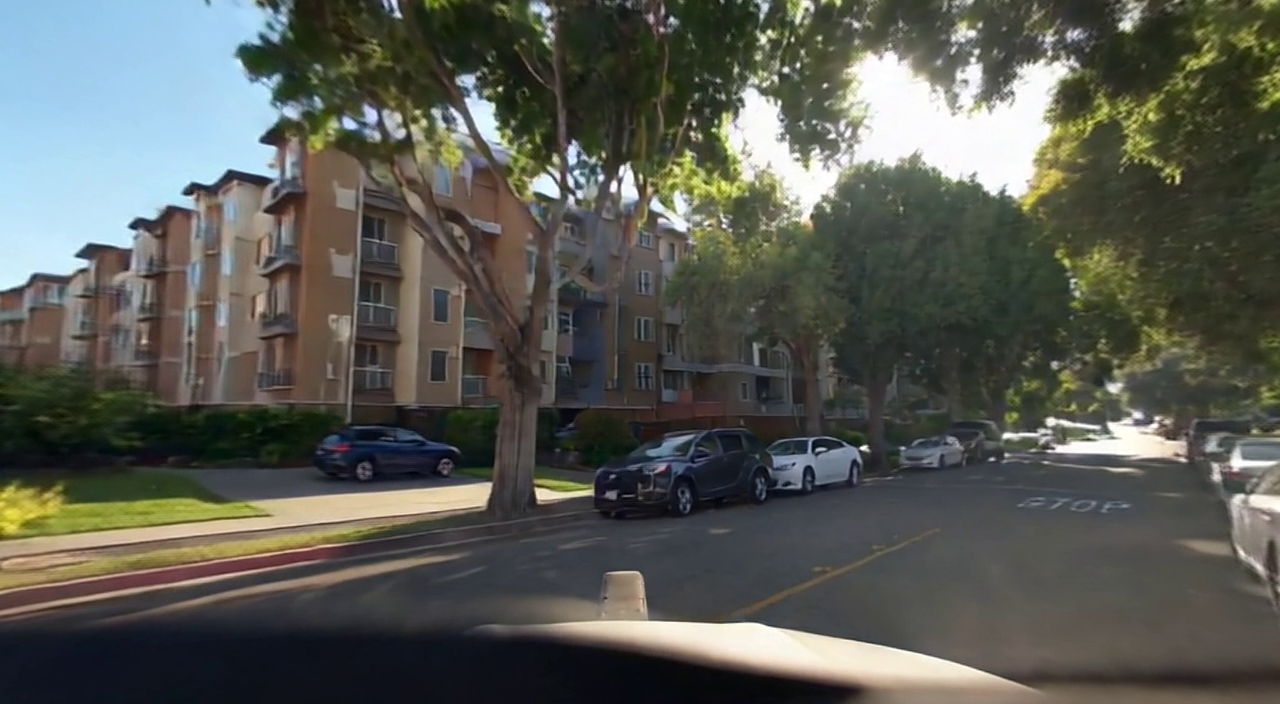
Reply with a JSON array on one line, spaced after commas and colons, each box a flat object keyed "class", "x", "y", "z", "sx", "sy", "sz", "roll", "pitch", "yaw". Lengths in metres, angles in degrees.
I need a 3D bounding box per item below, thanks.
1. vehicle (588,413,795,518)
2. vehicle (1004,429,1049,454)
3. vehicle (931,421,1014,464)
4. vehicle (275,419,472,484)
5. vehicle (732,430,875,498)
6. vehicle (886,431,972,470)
[{"class": "vehicle", "x": 1.236, "y": 2.213, "z": 12.964, "sx": 1.946, "sy": 1.744, "sz": 4.584, "roll": -6, "pitch": -10, "yaw": 38}, {"class": "vehicle", "x": 25.387, "y": 5.862, "z": 41.403, "sx": 1.939, "sy": 1.513, "sz": 4.401, "roll": -6, "pitch": -10, "yaw": 38}, {"class": "vehicle", "x": 16.173, "y": 4.326, "z": 30.526, "sx": 2.229, "sy": 1.869, "sz": 5.791, "roll": -8, "pitch": -10, "yaw": 39}, {"class": "vehicle", "x": -6.760, "y": 2.573, "z": 16.713, "sx": 1.812, "sy": 1.458, "sz": 4.714, "roll": -3, "pitch": -8, "yaw": 26}, {"class": "vehicle", "x": 4.471, "y": 2.847, "z": 16.768, "sx": 1.902, "sy": 1.478, "sz": 4.696, "roll": -7, "pitch": -9, "yaw": 37}, {"class": "vehicle", "x": 11.870, "y": 3.972, "z": 25.786, "sx": 1.921, "sy": 1.463, "sz": 4.313, "roll": -7, "pitch": -10, "yaw": 41}]
